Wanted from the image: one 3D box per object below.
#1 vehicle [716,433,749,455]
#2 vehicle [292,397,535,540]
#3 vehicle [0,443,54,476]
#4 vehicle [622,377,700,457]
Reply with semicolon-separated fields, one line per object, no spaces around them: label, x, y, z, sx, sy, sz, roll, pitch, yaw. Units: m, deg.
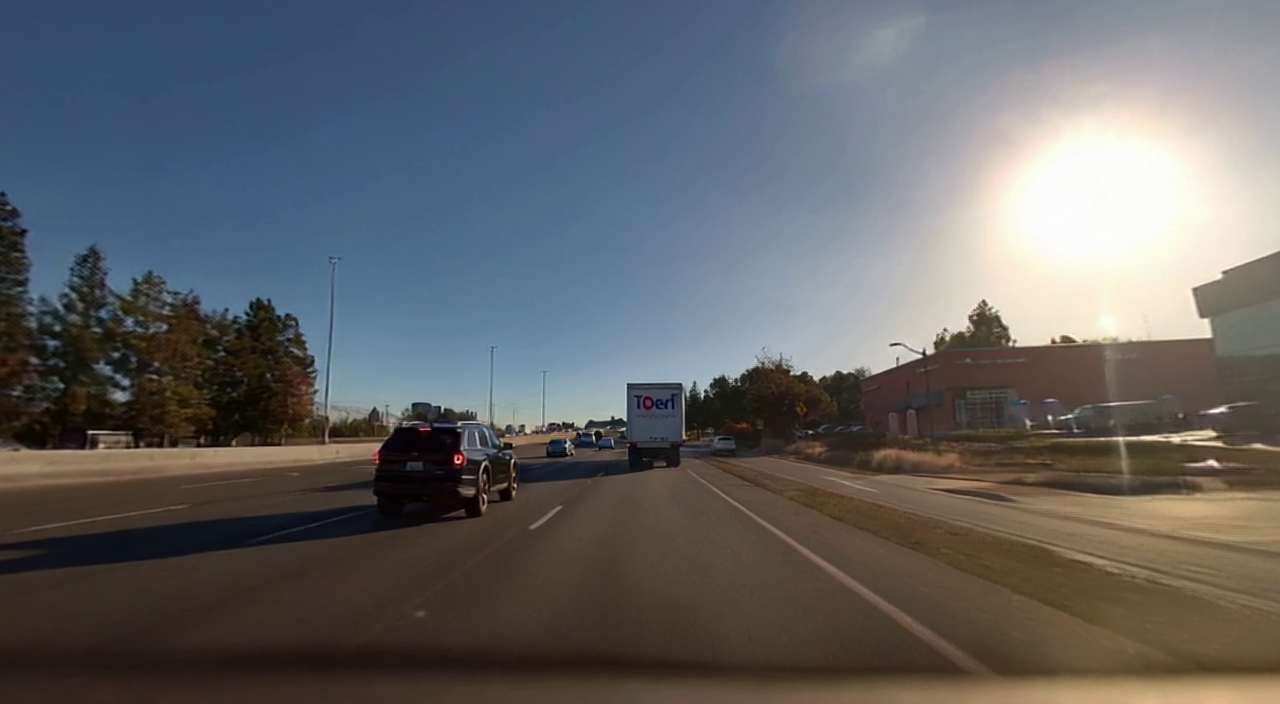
vehicle;7.297;7.333;49.891;1.958;1.681;4.109;0;-8;-1
vehicle;-3.337;1.863;10.601;2.178;1.826;4.933;0;-8;1
vehicle;-34.817;6.038;35.487;2.261;1.730;4.674;7;-11;-42
vehicle;1.730;4.137;39.797;3.657;4.173;13.731;-1;-6;7
